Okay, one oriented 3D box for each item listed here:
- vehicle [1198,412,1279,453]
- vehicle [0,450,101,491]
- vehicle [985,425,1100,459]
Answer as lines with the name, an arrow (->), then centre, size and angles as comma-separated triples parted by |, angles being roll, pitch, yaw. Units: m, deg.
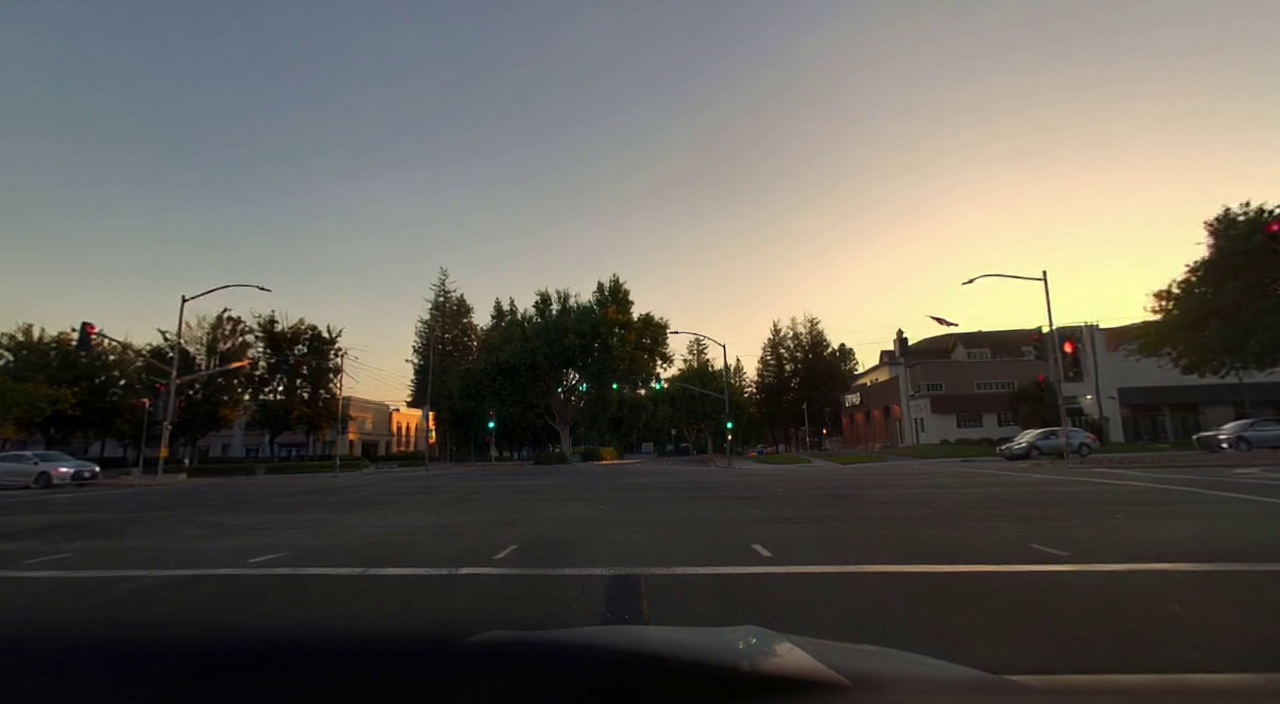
vehicle -> 25.828, 3.280, 25.623 | 4.288, 1.600, 1.927 | 0, -8, 2
vehicle -> -25.235, 4.845, 25.940 | 4.332, 1.573, 1.900 | 0, -8, 3
vehicle -> 20.441, 4.588, 32.137 | 4.483, 1.691, 1.949 | 0, -8, 1
